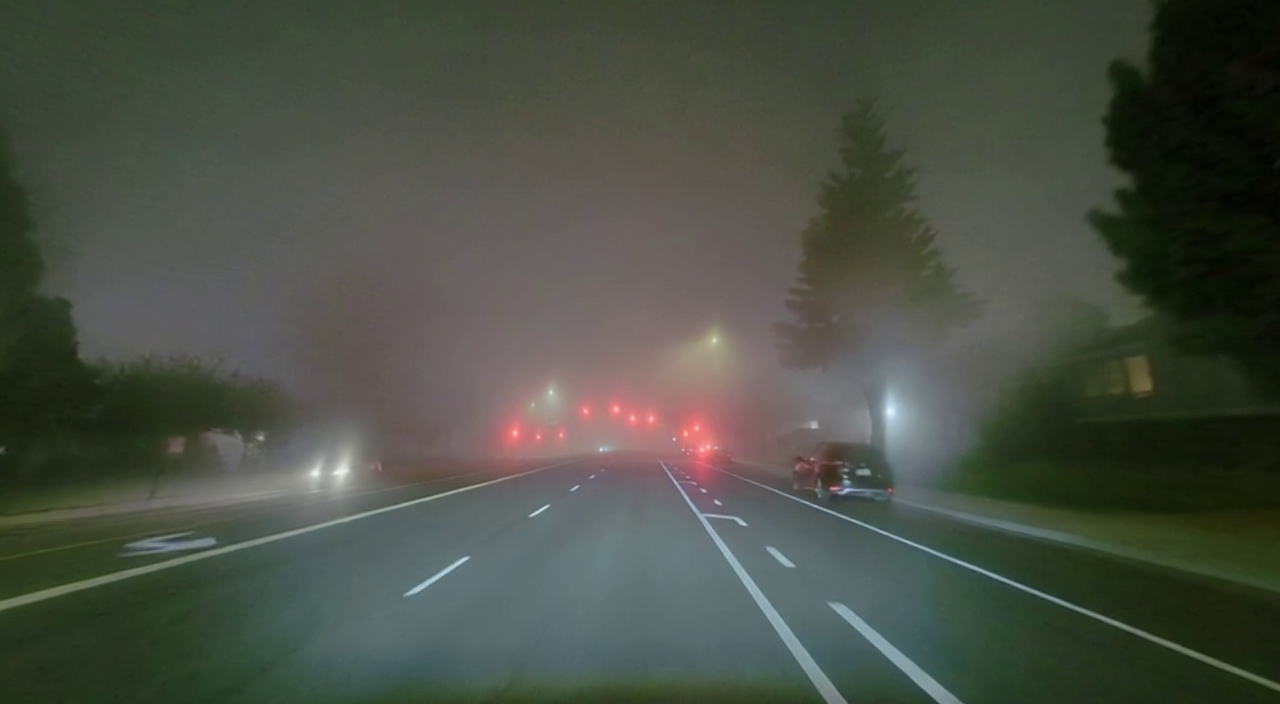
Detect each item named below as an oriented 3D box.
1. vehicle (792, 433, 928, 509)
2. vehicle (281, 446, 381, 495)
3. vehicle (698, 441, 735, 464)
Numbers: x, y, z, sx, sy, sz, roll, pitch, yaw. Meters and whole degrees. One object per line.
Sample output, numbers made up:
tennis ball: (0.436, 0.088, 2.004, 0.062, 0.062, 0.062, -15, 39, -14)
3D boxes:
vehicle: (4.962, 2.702, 14.812, 1.803, 1.517, 3.738, 0, -8, -1)
vehicle: (-12.087, 4.609, 25.004, 2.000, 1.523, 4.226, -2, -6, -2)
vehicle: (5.042, 6.689, 42.097, 1.881, 1.435, 4.525, 0, -8, -1)
